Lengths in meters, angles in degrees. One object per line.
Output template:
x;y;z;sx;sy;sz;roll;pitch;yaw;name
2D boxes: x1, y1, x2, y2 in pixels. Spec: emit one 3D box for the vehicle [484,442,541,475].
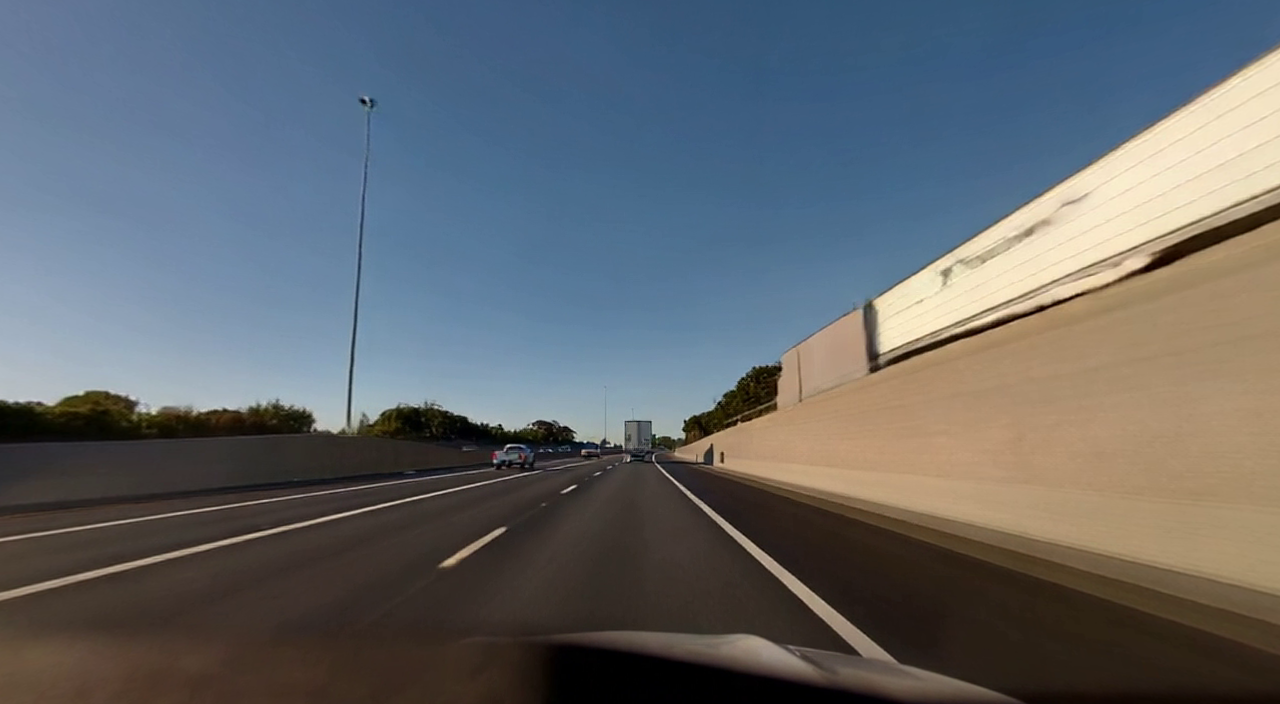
-6.964;5.888;34.994;2.067;1.676;4.789;0;-9;1;vehicle
